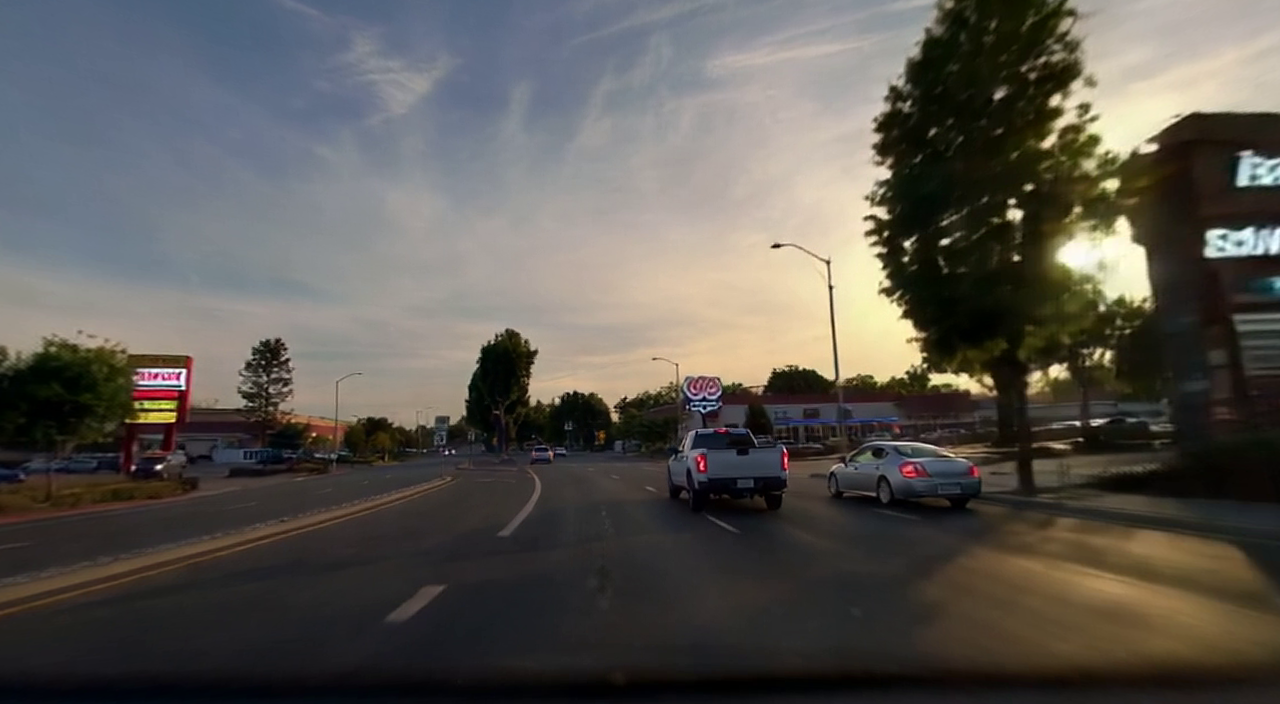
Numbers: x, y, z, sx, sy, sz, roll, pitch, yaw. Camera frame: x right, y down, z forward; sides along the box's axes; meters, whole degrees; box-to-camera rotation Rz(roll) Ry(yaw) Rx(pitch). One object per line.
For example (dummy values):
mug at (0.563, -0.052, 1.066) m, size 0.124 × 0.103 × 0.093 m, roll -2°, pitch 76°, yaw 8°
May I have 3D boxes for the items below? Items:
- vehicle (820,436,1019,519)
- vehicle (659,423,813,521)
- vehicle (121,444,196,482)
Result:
vehicle at (5.670, 2.577, 13.561) m, size 1.986 × 1.480 × 4.296 m, roll 1°, pitch -9°, yaw -5°
vehicle at (1.814, 2.529, 13.933) m, size 2.214 × 1.749 × 4.998 m, roll 1°, pitch -9°, yaw -5°
vehicle at (-36.295, 8.316, 47.872) m, size 2.217 × 2.629 × 5.839 m, roll 2°, pitch -9°, yaw -14°
